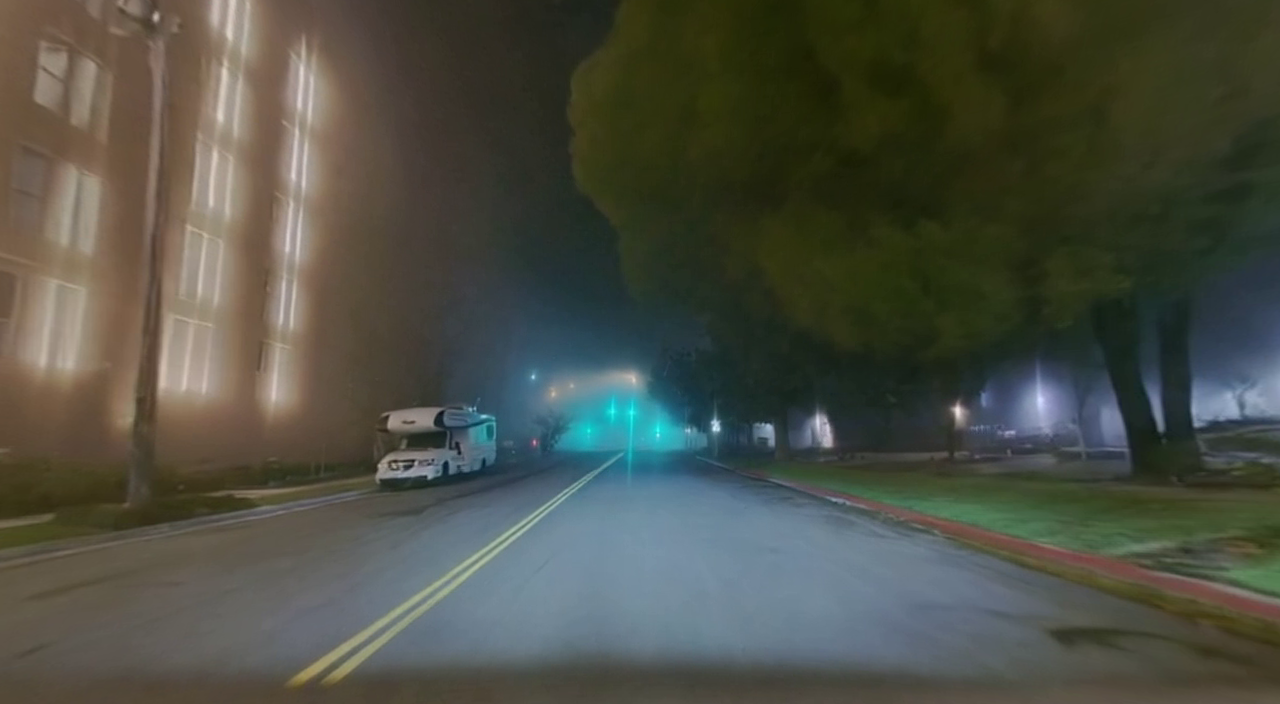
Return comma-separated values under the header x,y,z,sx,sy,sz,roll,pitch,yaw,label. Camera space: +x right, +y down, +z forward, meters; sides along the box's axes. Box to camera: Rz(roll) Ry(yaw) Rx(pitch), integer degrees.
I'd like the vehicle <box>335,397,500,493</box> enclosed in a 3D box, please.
x,y,z,sx,sy,sz,roll,pitch,yaw,label
-7.307,3.244,22.234,3.108,2.771,7.999,0,-8,-2,vehicle
